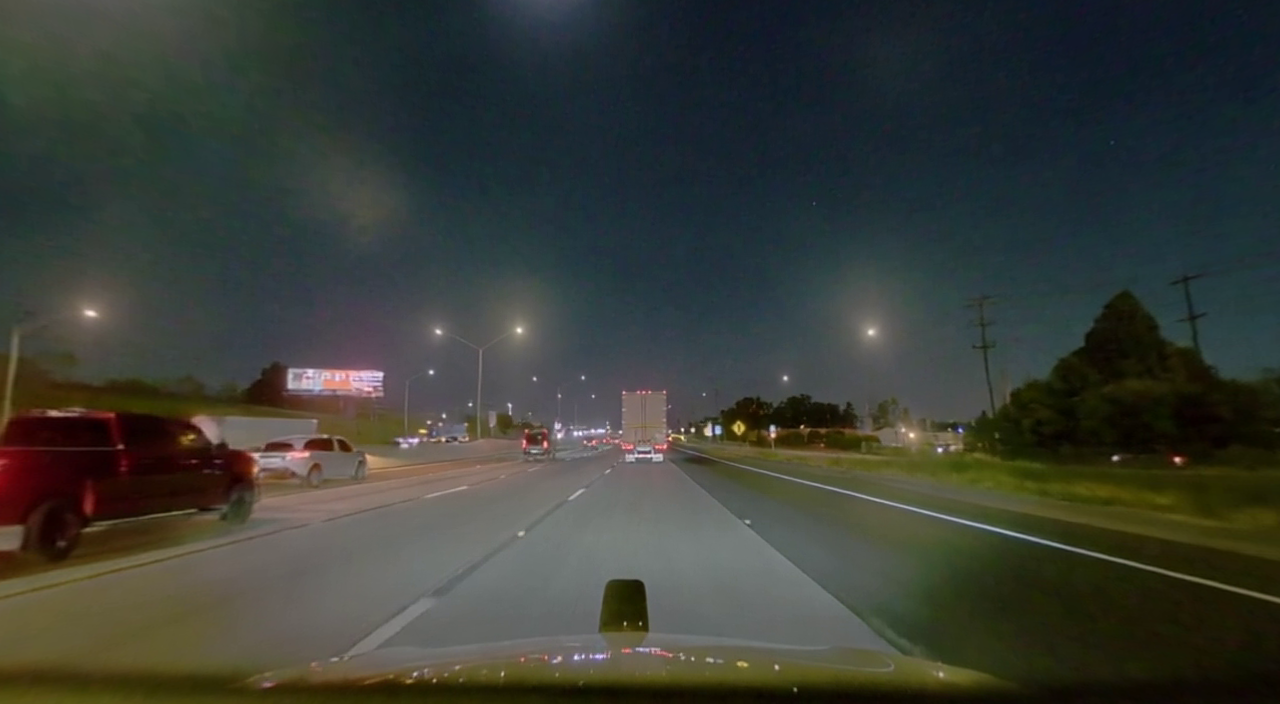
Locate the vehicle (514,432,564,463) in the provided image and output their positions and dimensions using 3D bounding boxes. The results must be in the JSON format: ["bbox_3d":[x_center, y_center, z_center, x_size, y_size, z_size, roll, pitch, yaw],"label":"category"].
[{"bbox_3d":[-6.590,6.336,41.896,2.263,1.936,5.802,0,-8,1],"label":"vehicle"}]

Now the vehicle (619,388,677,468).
[{"bbox_3d":[0.636,4.644,37.534,2.879,4.027,11.243,-1,-8,2],"label":"vehicle"}]

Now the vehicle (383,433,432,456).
[{"bbox_3d":[-17.662,7.074,48.079,1.906,1.656,4.683,0,-8,1],"label":"vehicle"}]

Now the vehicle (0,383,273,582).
[{"bbox_3d":[-7.099,1.462,7.518,2.197,1.847,5.364,0,-8,0],"label":"vehicle"}]

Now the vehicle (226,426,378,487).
[{"bbox_3d":[-10.889,3.413,20.925,2.010,1.766,5.365,0,-8,1],"label":"vehicle"}]
